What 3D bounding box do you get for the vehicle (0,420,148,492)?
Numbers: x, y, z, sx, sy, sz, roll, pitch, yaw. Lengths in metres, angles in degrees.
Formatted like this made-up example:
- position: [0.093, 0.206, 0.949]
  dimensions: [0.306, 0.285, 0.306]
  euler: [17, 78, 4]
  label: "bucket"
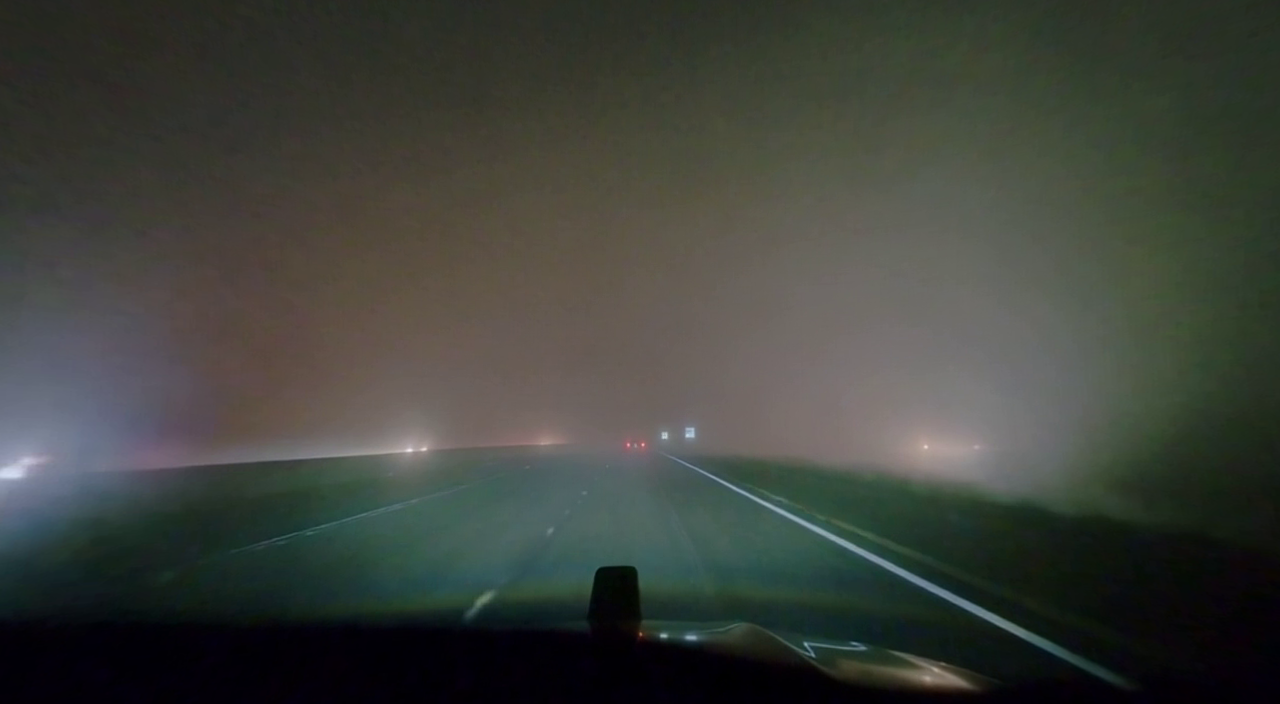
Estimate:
- position: [-23.007, 3.957, 24.427]
  dimensions: [2.309, 2.415, 6.756]
  euler: [0, -8, -1]
  label: "vehicle"
